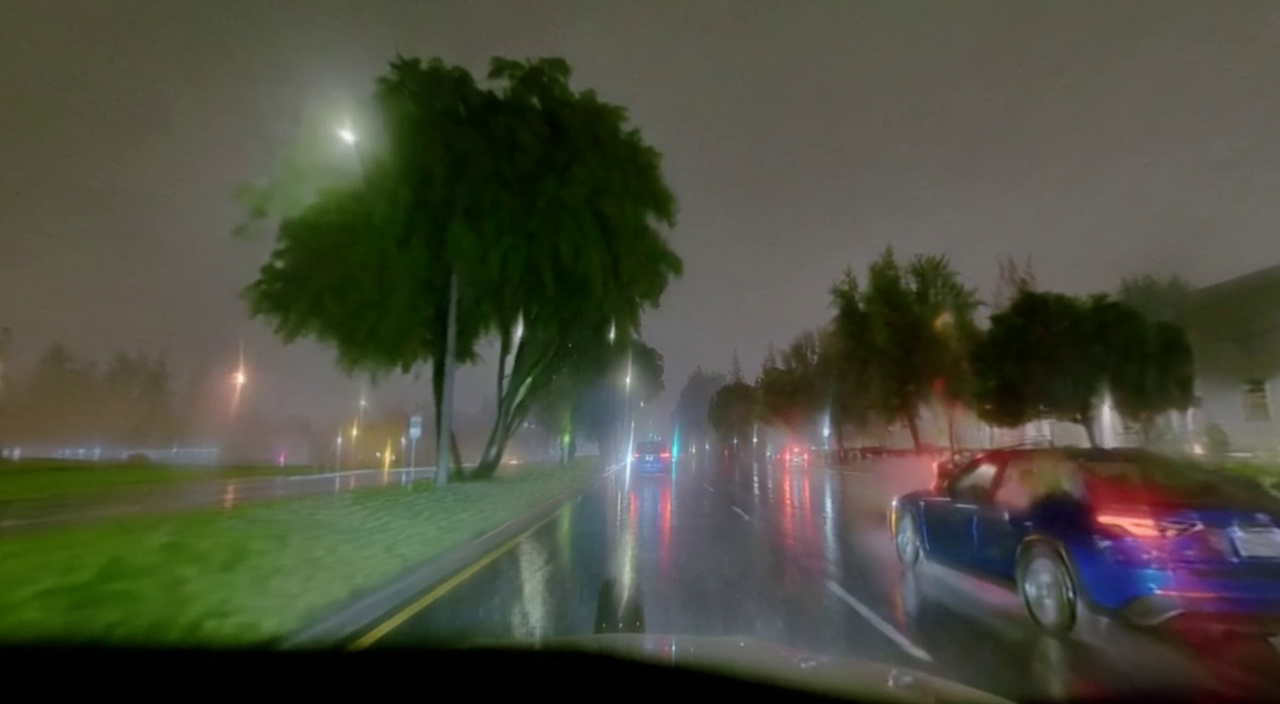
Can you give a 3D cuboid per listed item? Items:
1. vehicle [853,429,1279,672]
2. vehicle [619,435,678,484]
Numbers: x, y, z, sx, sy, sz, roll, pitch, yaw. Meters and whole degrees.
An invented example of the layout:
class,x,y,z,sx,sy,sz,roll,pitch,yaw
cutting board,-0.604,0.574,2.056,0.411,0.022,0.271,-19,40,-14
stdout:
class,x,y,z,sx,sy,sz,roll,pitch,yaw
vehicle,3.782,1.501,5.999,1.918,1.418,4.360,0,-8,-1
vehicle,0.250,4.134,24.620,2.085,1.693,4.301,0,-8,-2
